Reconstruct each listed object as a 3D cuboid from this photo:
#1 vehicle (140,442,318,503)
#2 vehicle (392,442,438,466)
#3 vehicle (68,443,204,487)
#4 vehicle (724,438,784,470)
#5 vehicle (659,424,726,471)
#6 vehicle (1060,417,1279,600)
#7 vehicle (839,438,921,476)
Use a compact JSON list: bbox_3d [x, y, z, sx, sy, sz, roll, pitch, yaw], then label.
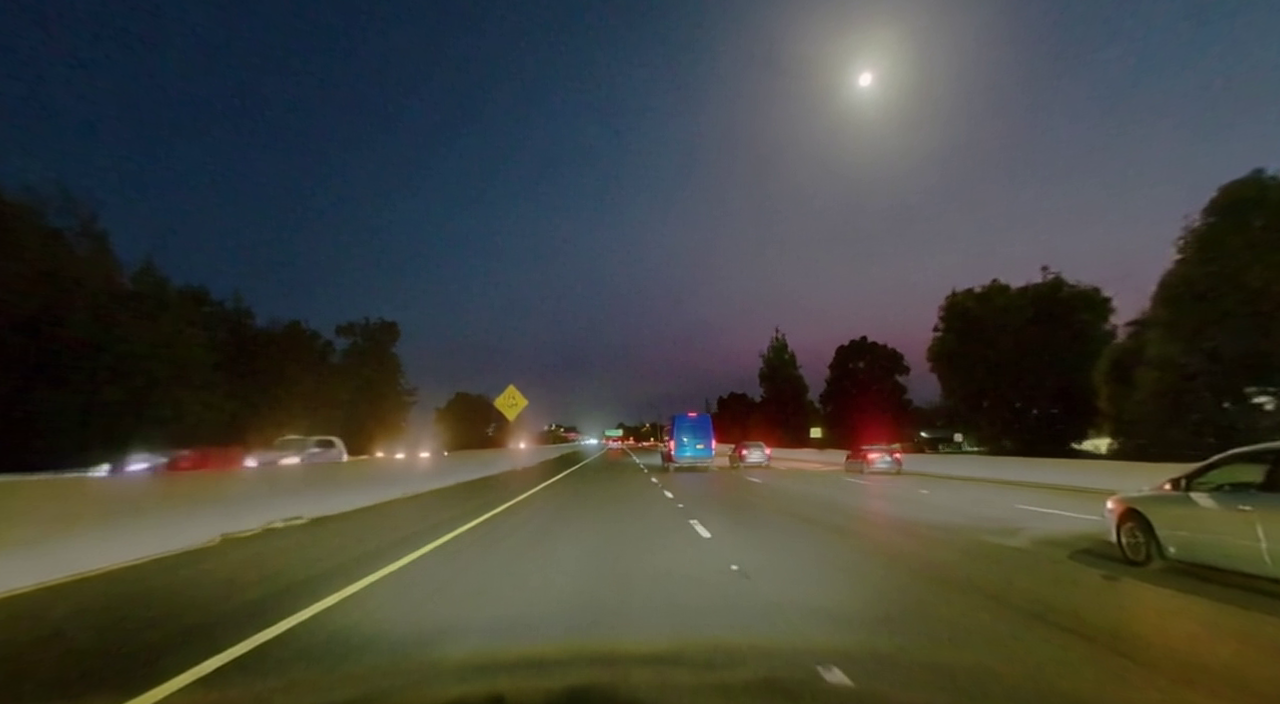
[{"bbox_3d":[-11.059,3.239,17.397,2.060,1.452,4.444,0,-8,-2],"label":"vehicle"},{"bbox_3d":[-15.807,7.187,44.306,1.870,1.513,3.866,-2,-8,-1],"label":"vehicle"},{"bbox_3d":[-23.130,5.158,29.173,2.372,1.803,4.973,-1,-8,-3],"label":"vehicle"},{"bbox_3d":[5.679,5.115,31.743,2.099,1.510,3.784,0,-8,-3],"label":"vehicle"},{"bbox_3d":[2.410,4.634,30.512,2.546,2.087,5.404,0,-8,-3],"label":"vehicle"},{"bbox_3d":[6.363,1.331,5.370,2.003,1.517,4.936,0,-8,-2],"label":"vehicle"},{"bbox_3d":[10.054,4.403,26.570,1.874,1.496,3.586,0,-8,-3],"label":"vehicle"}]
